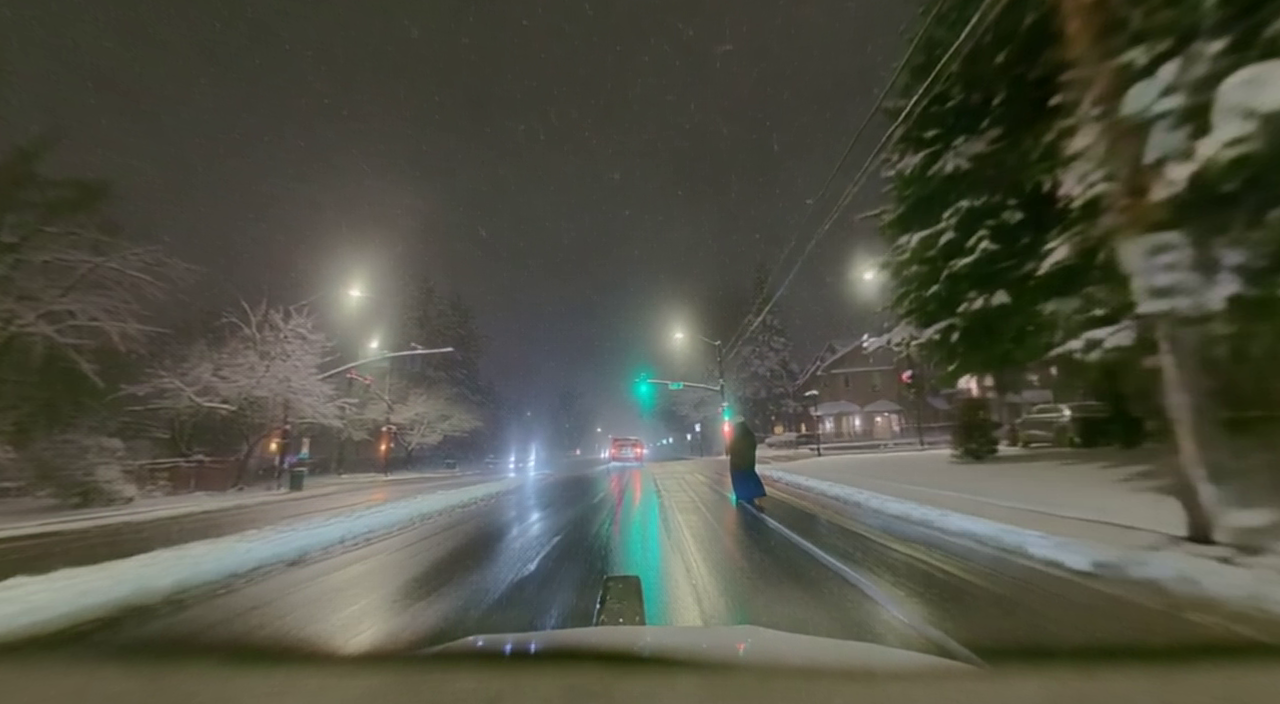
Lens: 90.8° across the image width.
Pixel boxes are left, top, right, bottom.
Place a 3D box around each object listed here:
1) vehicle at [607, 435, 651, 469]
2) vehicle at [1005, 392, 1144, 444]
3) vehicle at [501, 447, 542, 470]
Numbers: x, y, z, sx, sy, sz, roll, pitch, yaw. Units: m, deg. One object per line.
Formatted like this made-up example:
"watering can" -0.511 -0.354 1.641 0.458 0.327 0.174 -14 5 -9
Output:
"vehicle" -0.576 5.739 36.392 2.215 1.799 4.426 -1 -8 3
"vehicle" 15.826 2.525 23.410 1.982 1.705 4.677 -1 -8 3
"vehicle" -8.596 7.723 46.089 2.036 1.593 4.367 -1 -8 2
